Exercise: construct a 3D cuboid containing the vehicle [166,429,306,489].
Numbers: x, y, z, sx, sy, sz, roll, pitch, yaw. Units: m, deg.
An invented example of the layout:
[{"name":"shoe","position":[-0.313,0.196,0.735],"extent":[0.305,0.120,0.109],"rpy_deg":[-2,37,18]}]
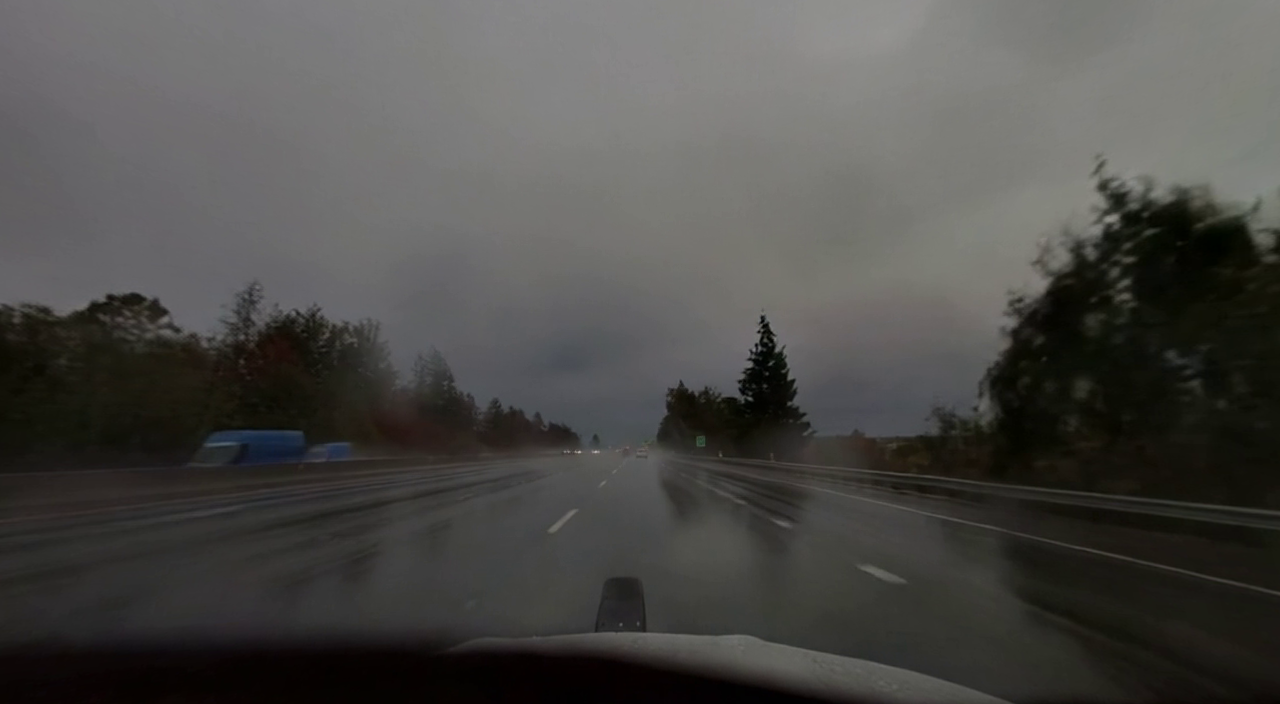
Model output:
[{"name":"vehicle","position":[-19.750,5.271,31.456],"extent":[2.271,2.580,7.002],"rpy_deg":[0,-9,0]}]
